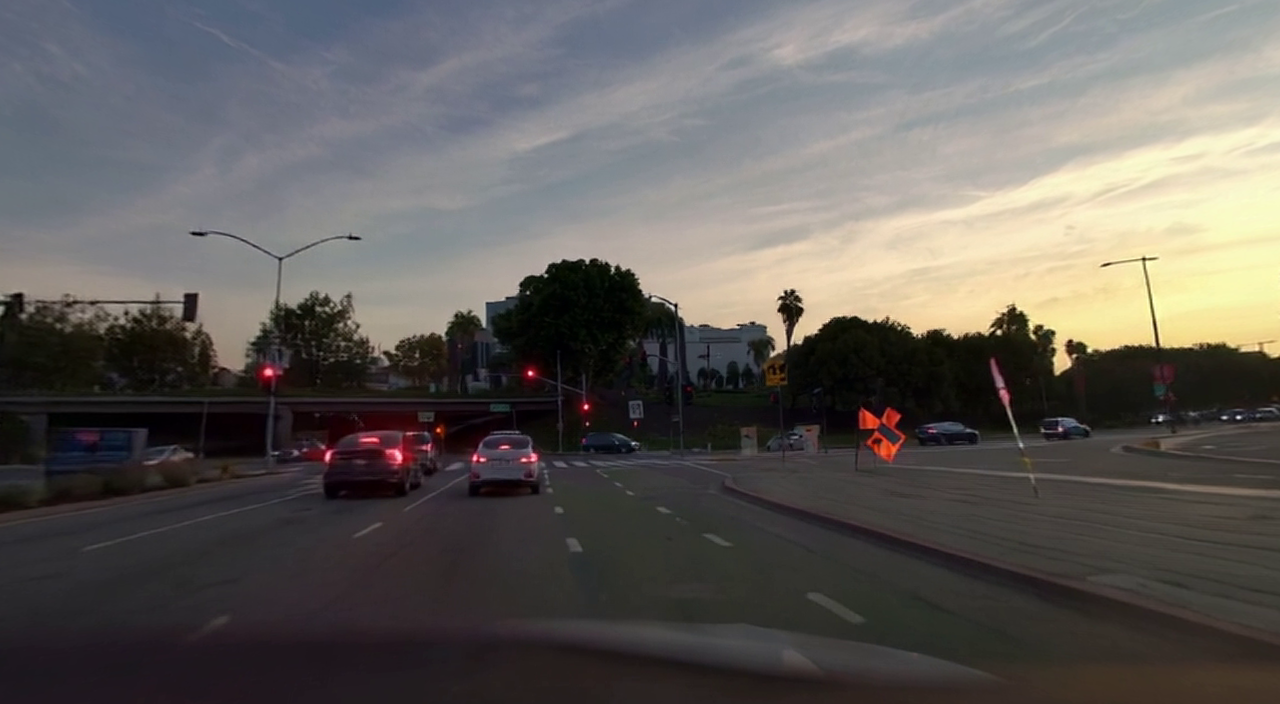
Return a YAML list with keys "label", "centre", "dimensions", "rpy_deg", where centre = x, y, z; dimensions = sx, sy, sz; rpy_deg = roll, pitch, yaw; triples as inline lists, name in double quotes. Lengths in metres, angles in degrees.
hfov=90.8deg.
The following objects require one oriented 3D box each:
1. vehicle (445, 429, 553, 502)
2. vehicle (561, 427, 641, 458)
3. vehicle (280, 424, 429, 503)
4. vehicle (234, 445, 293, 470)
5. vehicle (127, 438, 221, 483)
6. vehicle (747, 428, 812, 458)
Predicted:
- label: "vehicle"
  centre: [-3.294, 2.689, 15.492]
  dimensions: [2.176, 1.489, 4.518]
  rpy_deg: [1, -8, -9]
- label: "vehicle"
  centre: [-2.508, 6.016, 41.970]
  dimensions: [5.144, 1.954, 2.122]
  rpy_deg: [0, -8, 1]
- label: "vehicle"
  centre: [-6.714, 2.656, 15.533]
  dimensions: [2.057, 1.610, 4.891]
  rpy_deg: [1, -8, -9]
- label: "vehicle"
  centre: [-24.740, 6.923, 41.713]
  dimensions: [1.911, 1.478, 4.559]
  rpy_deg: [1, -9, -12]
- label: "vehicle"
  centre: [-22.082, 5.208, 30.145]
  dimensions: [1.863, 1.722, 4.328]
  rpy_deg: [-7, -9, -12]
- label: "vehicle"
  centre: [8.243, 5.351, 37.083]
  dimensions: [1.908, 1.622, 4.166]
  rpy_deg: [-7, -11, 41]
